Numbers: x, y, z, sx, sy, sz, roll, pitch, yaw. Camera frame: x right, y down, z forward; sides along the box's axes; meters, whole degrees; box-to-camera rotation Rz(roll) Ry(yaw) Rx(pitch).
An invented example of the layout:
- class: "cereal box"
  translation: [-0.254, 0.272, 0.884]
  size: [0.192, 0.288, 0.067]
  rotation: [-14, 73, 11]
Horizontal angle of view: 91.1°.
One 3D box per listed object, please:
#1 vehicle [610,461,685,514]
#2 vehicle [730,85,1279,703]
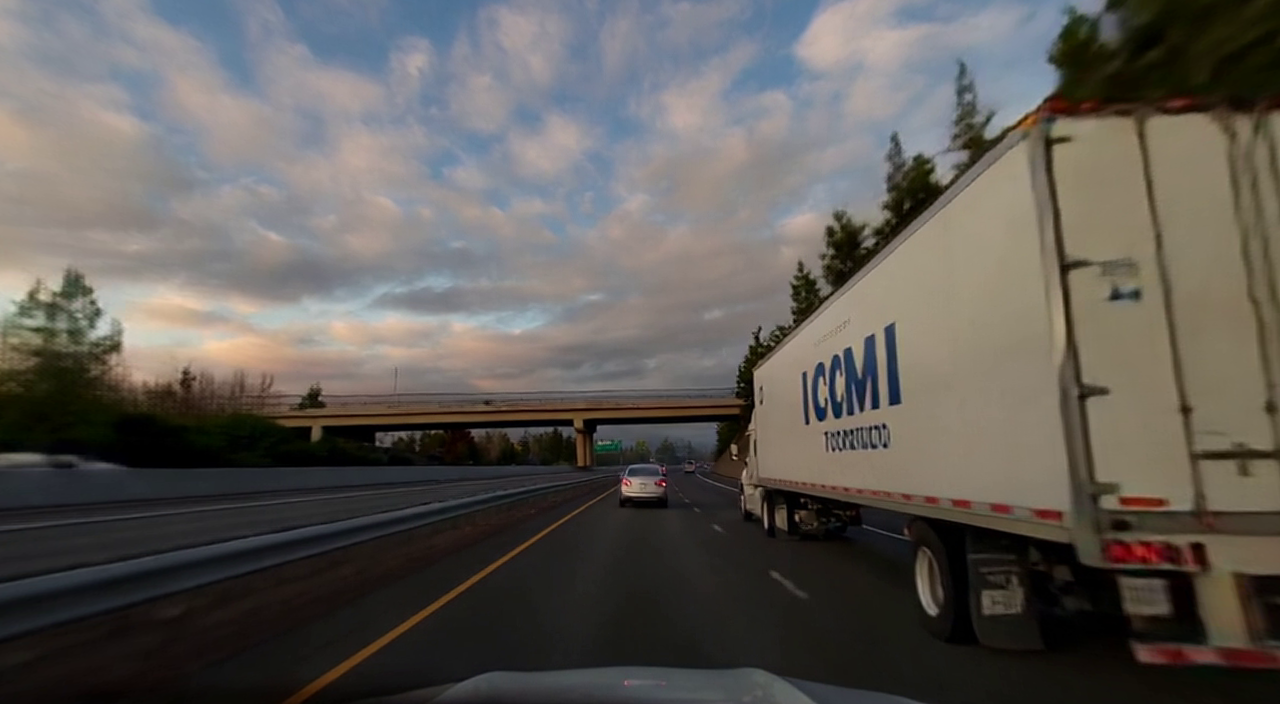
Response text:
- class: "vehicle"
  translation: [0.226, 4.231, 19.873]
  size: [2.156, 1.444, 3.762]
  rotation: [1, -11, 0]
- class: "vehicle"
  translation: [4.430, 1.739, 12.132]
  size: [2.964, 4.188, 16.587]
  rotation: [1, -11, 0]
